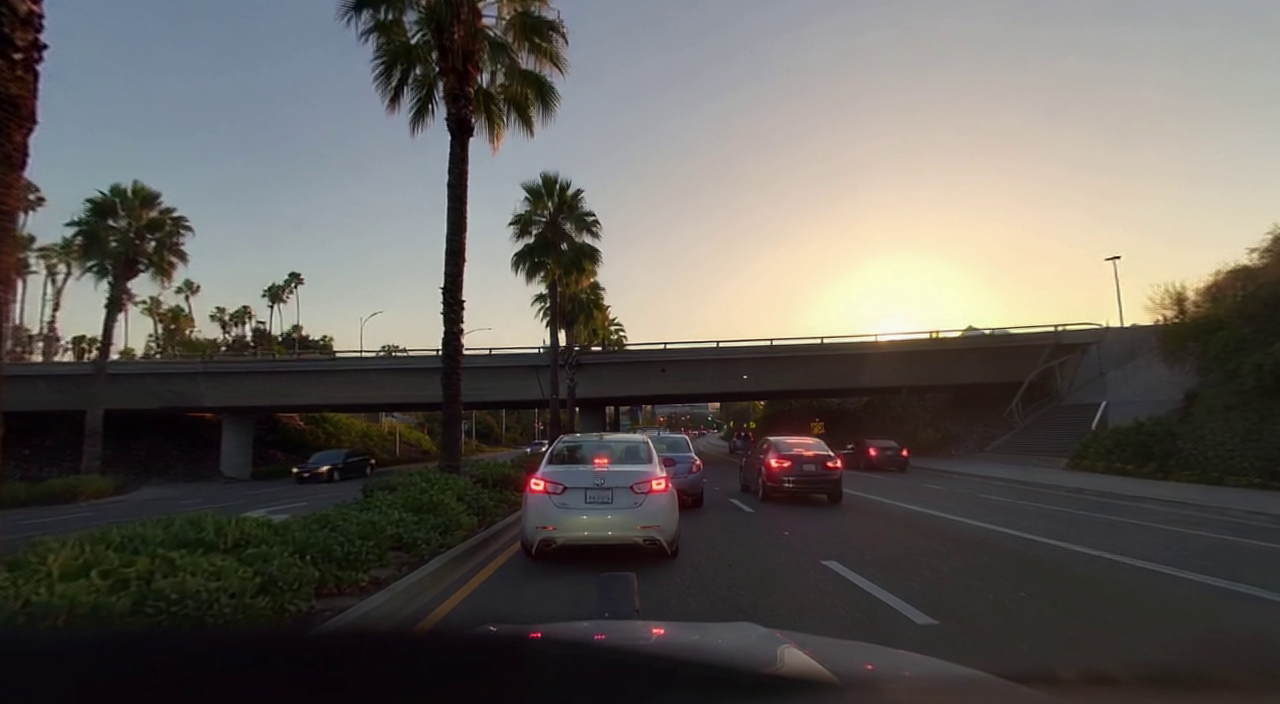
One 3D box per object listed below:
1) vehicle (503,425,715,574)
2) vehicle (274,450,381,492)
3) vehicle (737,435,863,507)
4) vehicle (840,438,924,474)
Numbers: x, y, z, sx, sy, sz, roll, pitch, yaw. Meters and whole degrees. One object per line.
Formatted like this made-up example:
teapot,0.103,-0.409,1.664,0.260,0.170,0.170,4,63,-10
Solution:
vehicle,-0.254,1.819,8.521,2.172,1.506,4.018,0,-8,2
vehicle,-12.295,4.670,25.064,1.933,1.486,4.449,0,-8,0
vehicle,3.817,2.928,15.975,2.034,1.517,4.840,0,-8,1
vehicle,10.855,4.698,28.524,2.100,1.469,4.772,0,-9,3
